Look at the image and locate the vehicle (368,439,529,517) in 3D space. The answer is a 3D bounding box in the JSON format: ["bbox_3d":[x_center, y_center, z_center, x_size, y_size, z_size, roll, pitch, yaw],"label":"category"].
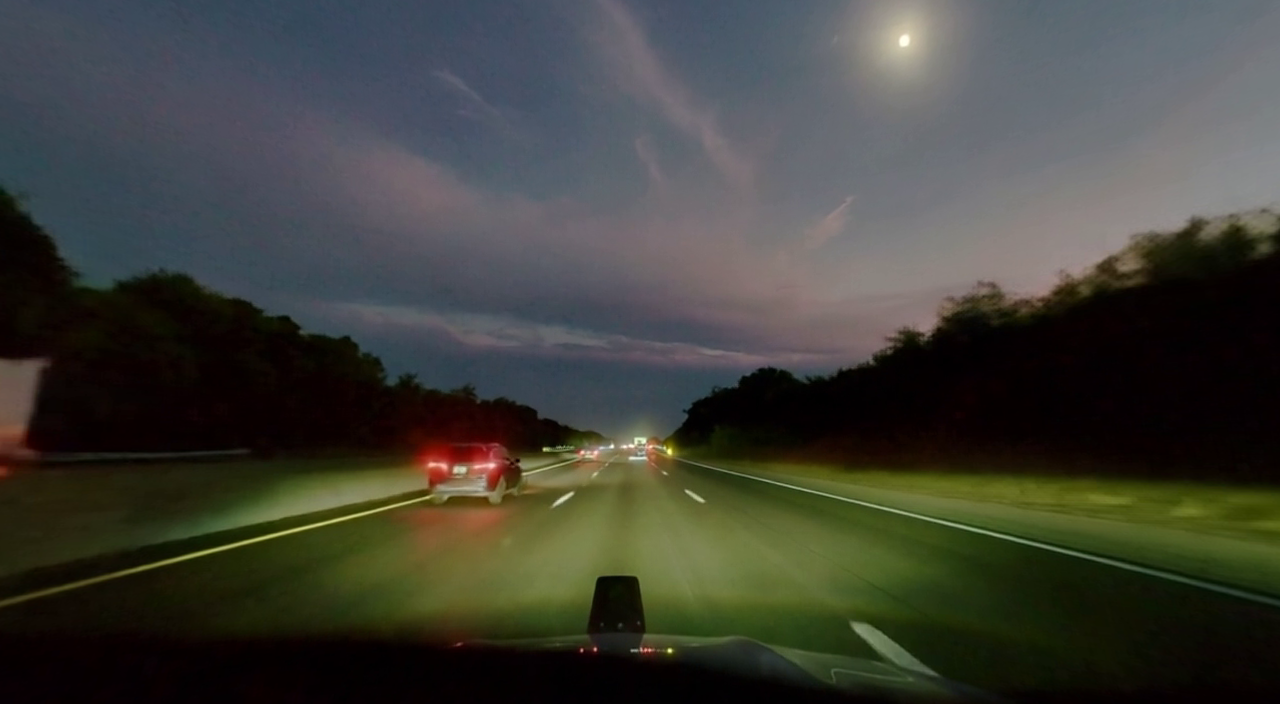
[{"bbox_3d":[-4.065,2.762,14.366,2.169,1.473,4.631,0,-9,0],"label":"vehicle"}]
